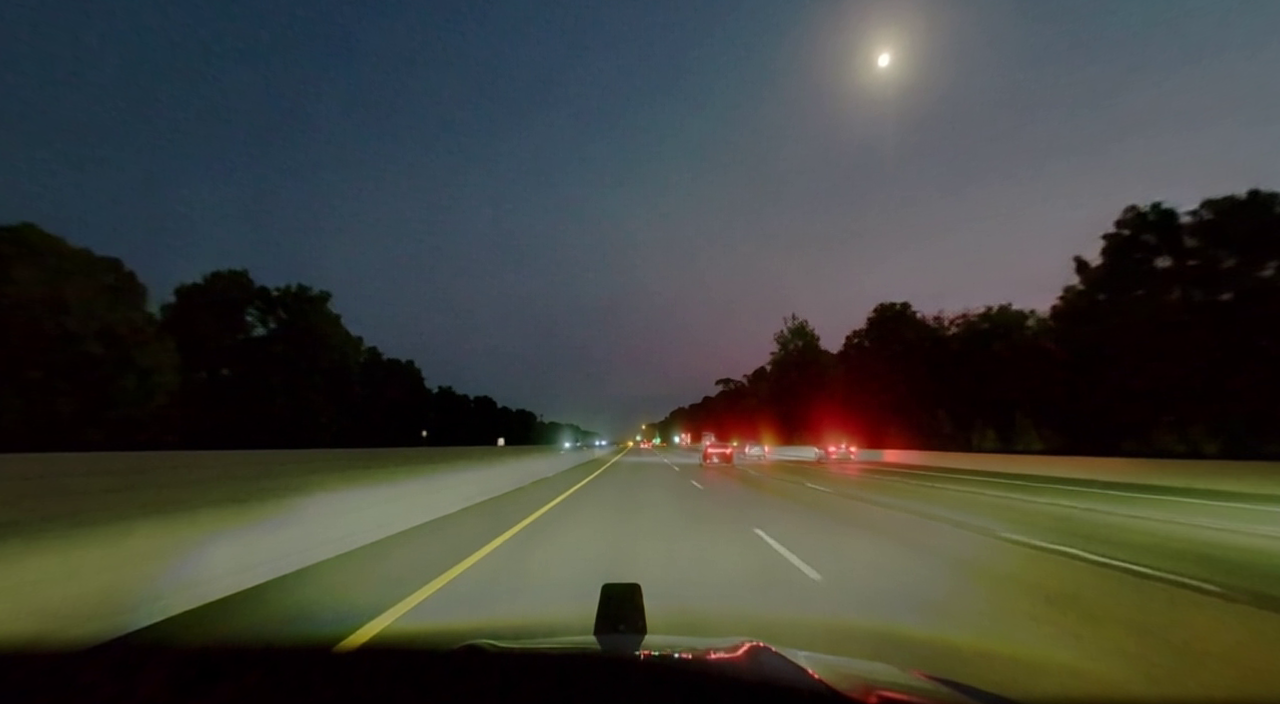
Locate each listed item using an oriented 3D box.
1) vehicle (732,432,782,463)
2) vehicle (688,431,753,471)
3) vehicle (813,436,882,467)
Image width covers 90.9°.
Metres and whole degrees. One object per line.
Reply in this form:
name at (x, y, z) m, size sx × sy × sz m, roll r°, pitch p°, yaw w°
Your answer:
vehicle at (7.158, 5.895, 38.935) m, size 2.178 × 1.749 × 4.570 m, roll 0°, pitch -8°, yaw 0°
vehicle at (3.554, 4.475, 28.629) m, size 2.326 × 1.644 × 4.206 m, roll 0°, pitch -8°, yaw -1°
vehicle at (10.481, 5.055, 32.180) m, size 1.970 × 1.479 × 4.480 m, roll 0°, pitch -8°, yaw 0°
